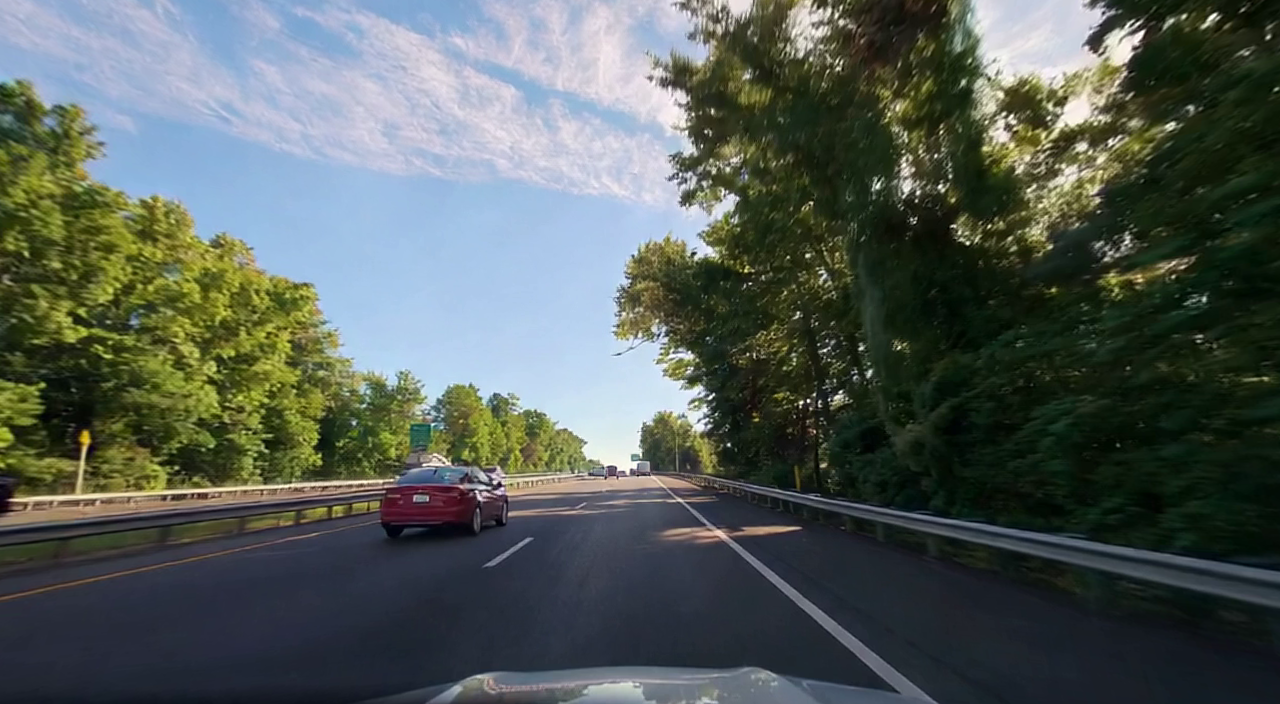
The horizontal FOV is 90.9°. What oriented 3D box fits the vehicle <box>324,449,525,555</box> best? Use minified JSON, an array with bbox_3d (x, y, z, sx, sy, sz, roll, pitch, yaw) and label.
[{"bbox_3d":[-3.655,2.693,11.852,2.006,1.516,4.820,1,-11,1],"label":"vehicle"}]
